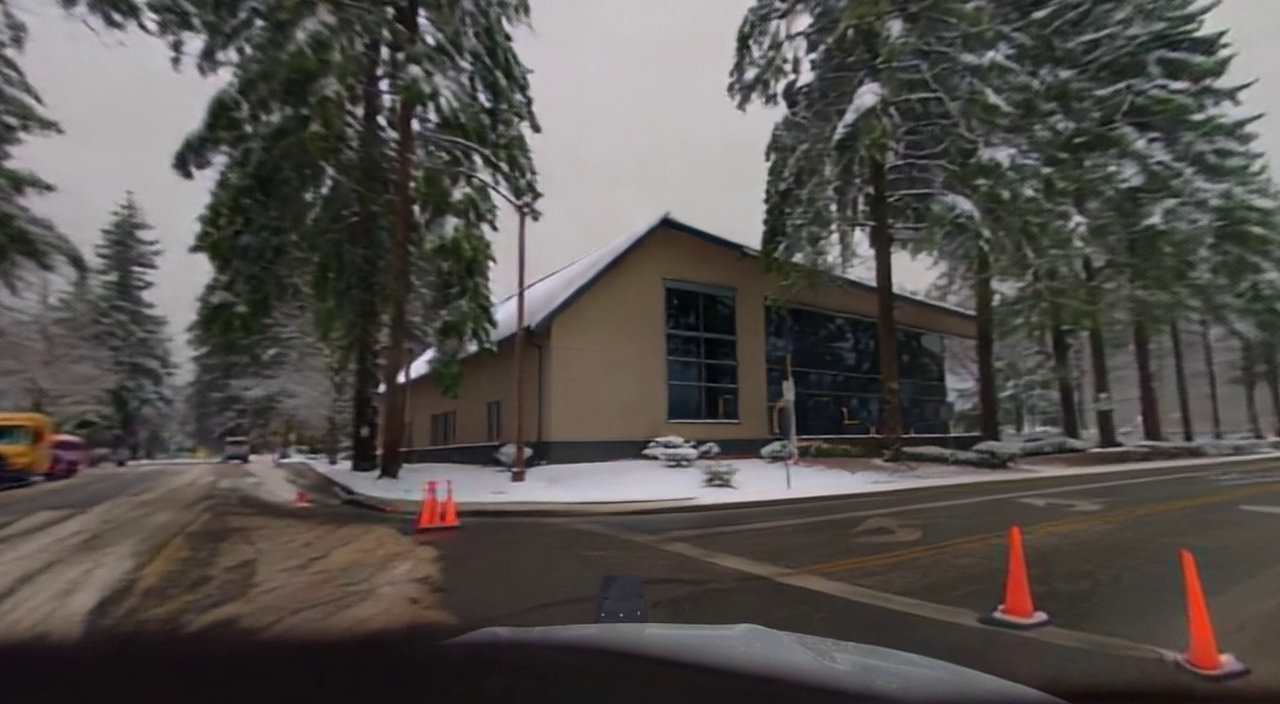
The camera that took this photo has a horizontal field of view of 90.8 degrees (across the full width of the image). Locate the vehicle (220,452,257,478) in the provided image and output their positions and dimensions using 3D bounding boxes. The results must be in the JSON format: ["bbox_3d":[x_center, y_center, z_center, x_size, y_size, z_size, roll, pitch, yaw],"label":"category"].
[{"bbox_3d":[-29.289,8.157,46.020,2.110,1.733,4.028,6,-10,-33],"label":"vehicle"}]

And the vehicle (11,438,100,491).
[{"bbox_3d":[-37.214,7.065,40.500,2.510,2.889,6.493,3,-7,-29],"label":"vehicle"}]
